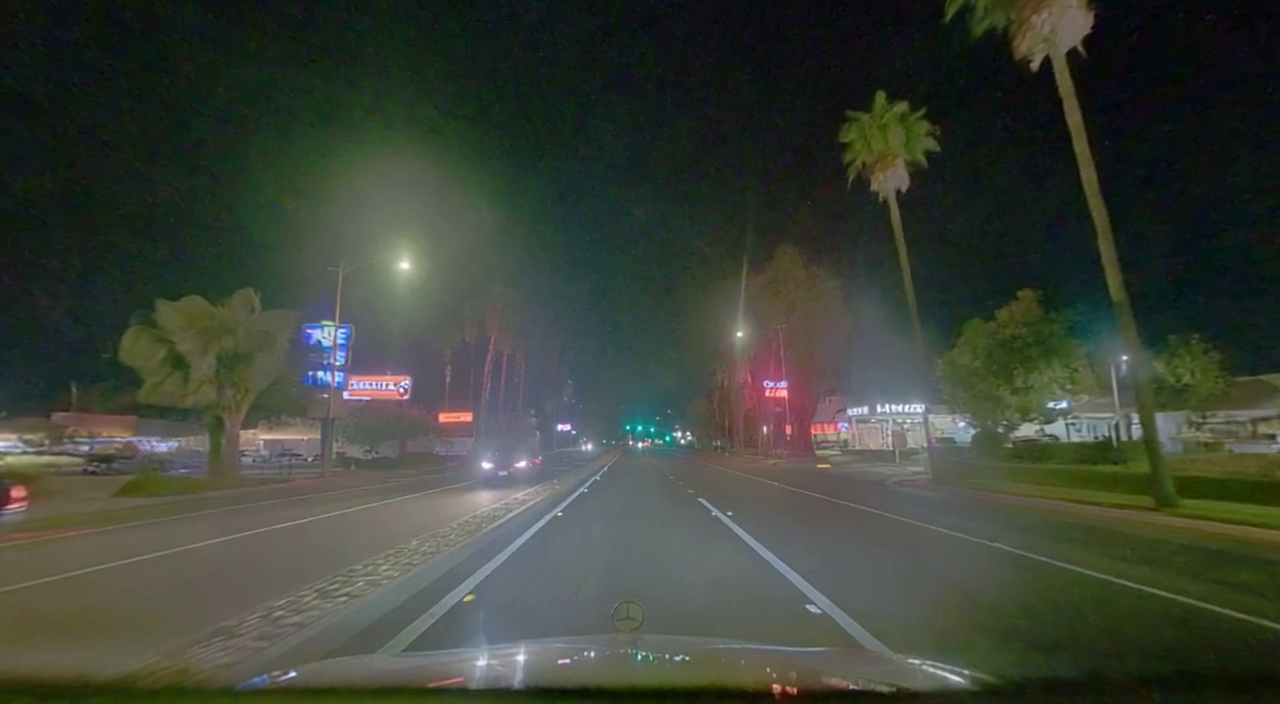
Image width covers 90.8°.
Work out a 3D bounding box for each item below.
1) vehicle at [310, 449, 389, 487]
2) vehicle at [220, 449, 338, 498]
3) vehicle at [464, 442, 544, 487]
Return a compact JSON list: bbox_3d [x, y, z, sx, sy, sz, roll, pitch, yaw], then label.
[{"bbox_3d":[-13.963,5.565,30.629,1.946,1.489,4.435,-4,-8,-3],"label":"vehicle"},{"bbox_3d":[-14.012,4.692,24.906,1.972,1.504,5.036,-5,-8,-3],"label":"vehicle"},{"bbox_3d":[-4.833,4.062,23.149,1.934,1.471,4.280,0,-8,1],"label":"vehicle"}]
